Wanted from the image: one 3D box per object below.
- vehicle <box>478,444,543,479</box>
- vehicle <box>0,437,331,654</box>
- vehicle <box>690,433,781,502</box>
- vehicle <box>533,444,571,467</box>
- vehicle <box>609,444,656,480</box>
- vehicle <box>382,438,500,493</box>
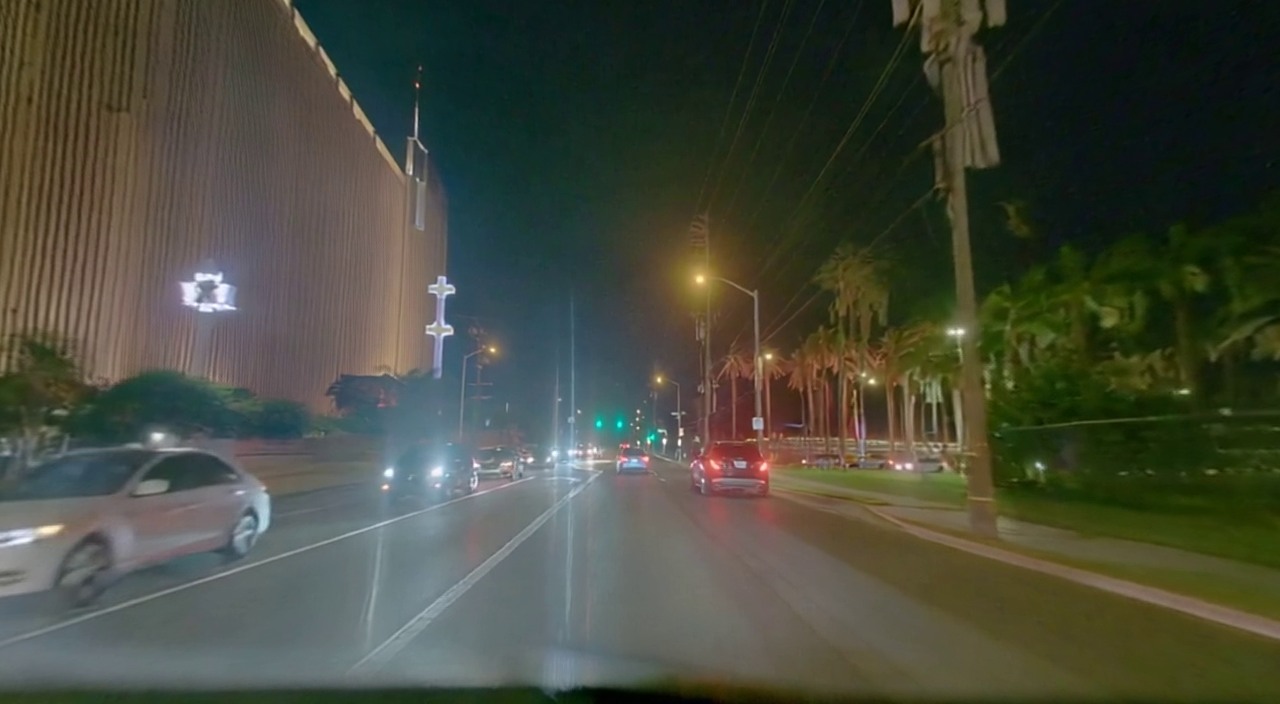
[{"bbox_3d":[-6.115,5.217,30.449,2.135,1.542,4.575,0,-8,0],"label":"vehicle"},{"bbox_3d":[-5.634,1.745,6.990,2.106,1.566,4.631,0,-8,-1],"label":"vehicle"},{"bbox_3d":[2.767,3.462,19.418,1.995,1.858,4.333,0,-8,-2],"label":"vehicle"},{"bbox_3d":[-6.273,7.448,45.519,2.074,1.541,4.395,0,-8,0],"label":"vehicle"},{"bbox_3d":[-0.384,5.433,31.500,2.196,1.655,3.939,0,-8,-1],"label":"vehicle"},{"bbox_3d":[-5.841,3.373,19.228,2.083,1.451,4.707,0,-8,0],"label":"vehicle"}]
